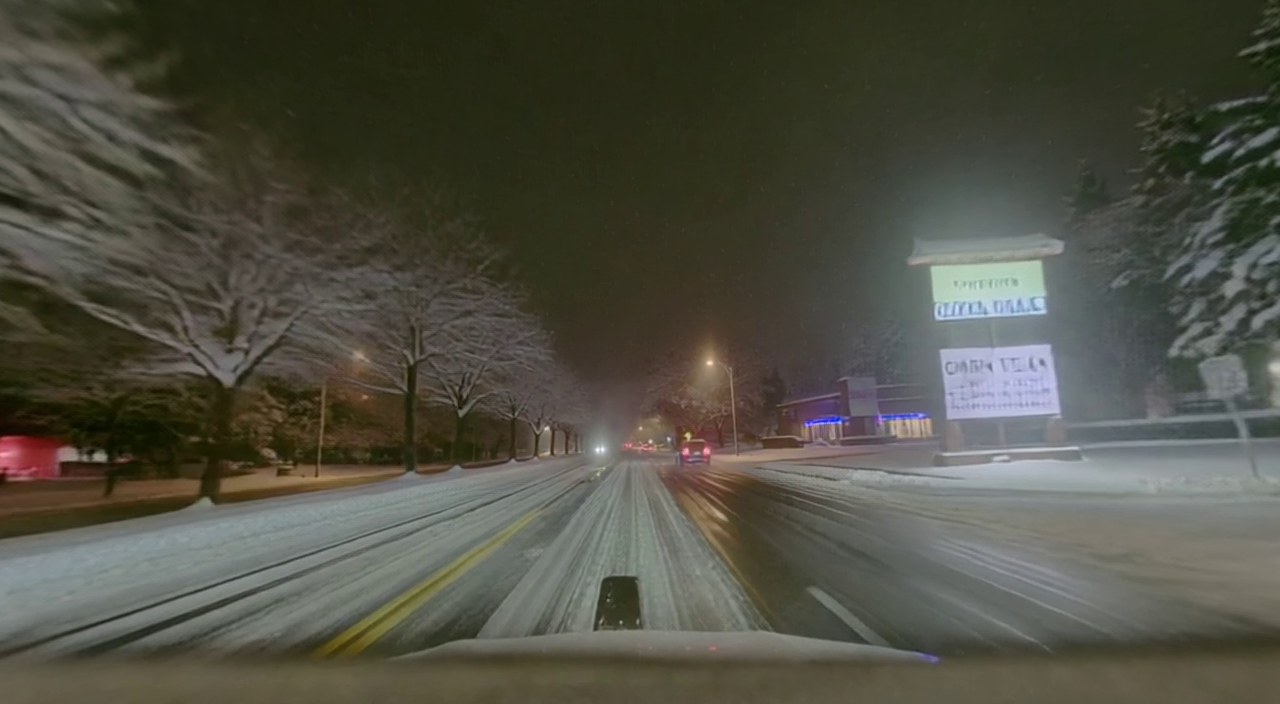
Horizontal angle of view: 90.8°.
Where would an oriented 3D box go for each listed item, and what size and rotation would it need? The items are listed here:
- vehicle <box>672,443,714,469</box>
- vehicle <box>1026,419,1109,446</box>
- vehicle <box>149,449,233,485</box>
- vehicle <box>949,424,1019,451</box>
[{"bbox_3d":[3.177,6.350,38.744,2.033,1.482,4.571,0,-8,-2],"label":"vehicle"},{"bbox_3d":[27.601,5.175,41.018,2.037,1.633,4.447,1,-7,-5],"label":"vehicle"},{"bbox_3d":[-35.206,8.986,49.800,2.182,2.543,6.006,0,-8,0],"label":"vehicle"},{"bbox_3d":[21.793,5.461,40.234,1.911,1.604,4.411,0,-8,-1],"label":"vehicle"}]
